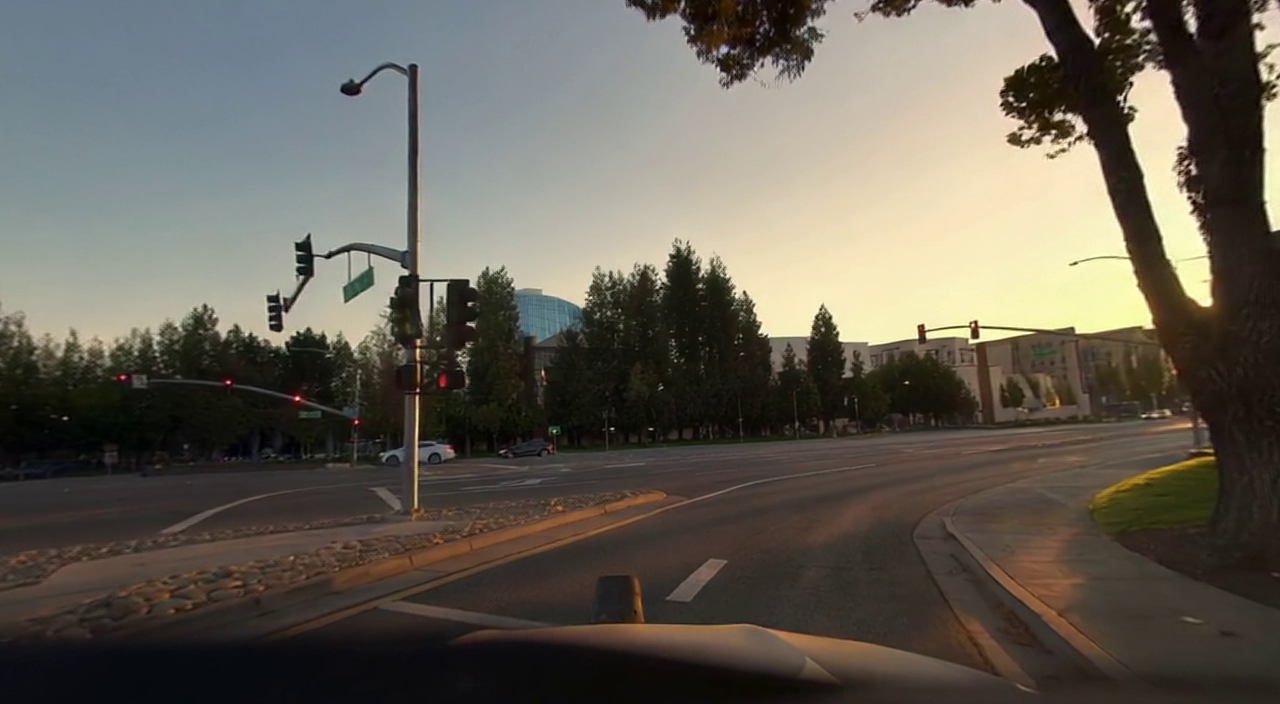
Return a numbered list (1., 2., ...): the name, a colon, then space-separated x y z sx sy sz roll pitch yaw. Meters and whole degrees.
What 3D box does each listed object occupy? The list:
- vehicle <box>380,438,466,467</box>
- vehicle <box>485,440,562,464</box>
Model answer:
1. vehicle: -13.997 6.496 40.763 4.782 1.776 2.118 6 -11 -36
2. vehicle: -7.403 6.362 40.211 4.527 1.444 1.811 6 -11 -37
